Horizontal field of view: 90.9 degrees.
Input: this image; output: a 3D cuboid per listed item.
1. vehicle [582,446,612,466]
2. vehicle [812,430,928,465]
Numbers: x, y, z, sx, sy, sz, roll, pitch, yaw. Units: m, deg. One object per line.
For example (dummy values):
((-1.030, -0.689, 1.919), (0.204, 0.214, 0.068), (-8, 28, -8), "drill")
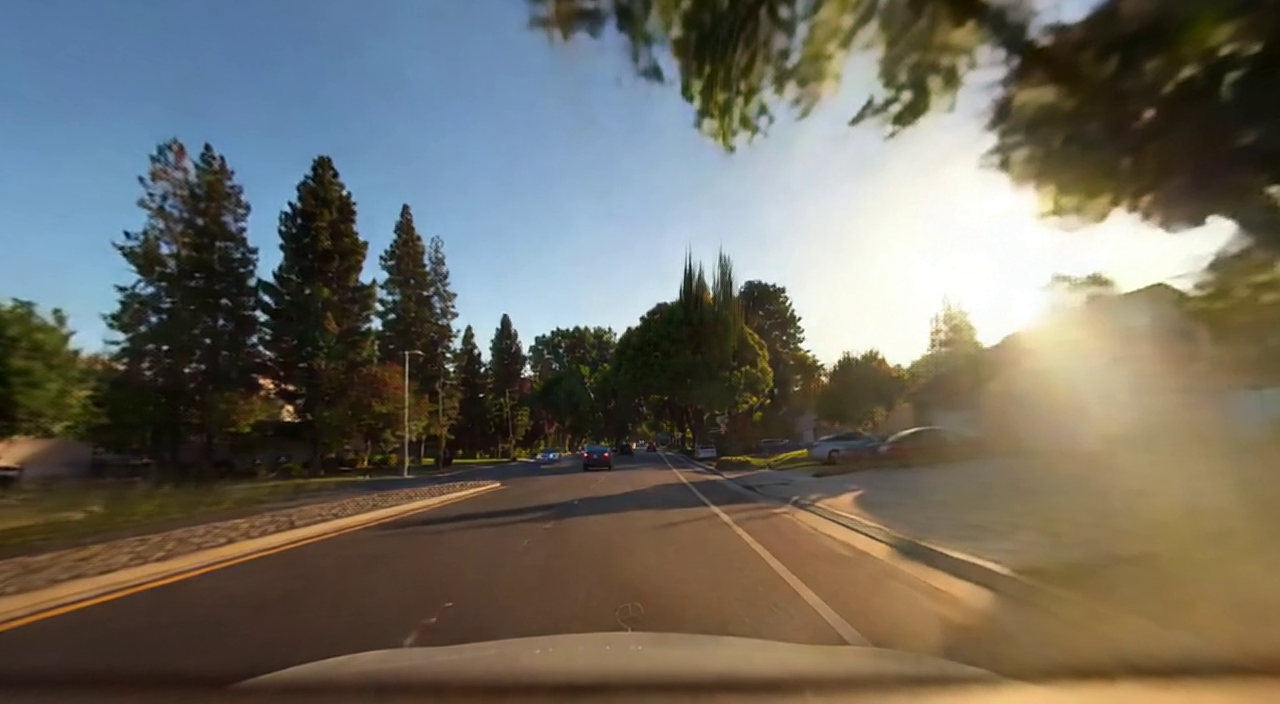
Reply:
((-3.218, 7.886, 47.988), (1.973, 1.400, 3.915), (0, -9, 0), "vehicle")
((10.574, 4.440, 29.233), (4.606, 1.525, 1.932), (0, -9, -1), "vehicle")
